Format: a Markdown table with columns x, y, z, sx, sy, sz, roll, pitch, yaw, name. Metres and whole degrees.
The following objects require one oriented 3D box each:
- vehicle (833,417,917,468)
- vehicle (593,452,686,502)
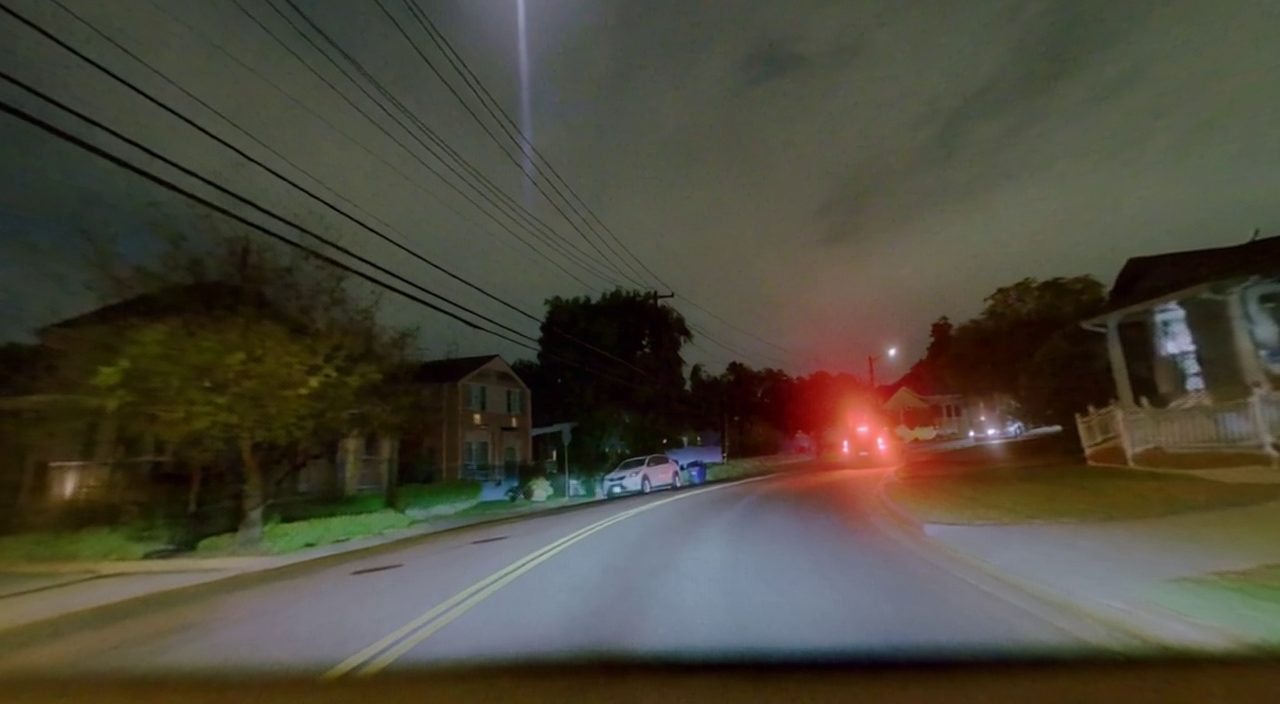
| x | y | z | sx | sy | sz | roll | pitch | yaw | name |
| --- | --- | --- | --- | --- | --- | --- | --- | --- | --- |
| 10.290 | 3.947 | 27.473 | 2.086 | 1.974 | 4.890 | -6 | -10 | 35 | vehicle |
| 0.078 | 5.386 | 27.801 | 2.039 | 1.949 | 4.511 | -5 | -10 | 30 | vehicle |
